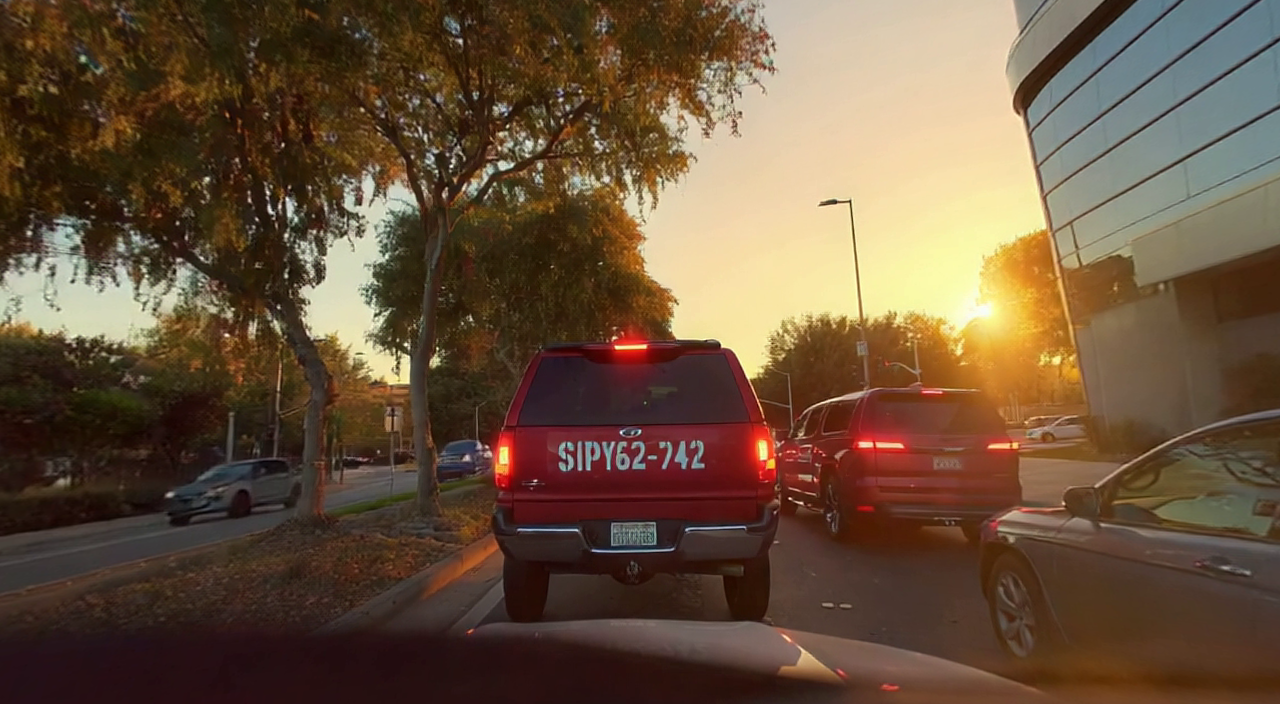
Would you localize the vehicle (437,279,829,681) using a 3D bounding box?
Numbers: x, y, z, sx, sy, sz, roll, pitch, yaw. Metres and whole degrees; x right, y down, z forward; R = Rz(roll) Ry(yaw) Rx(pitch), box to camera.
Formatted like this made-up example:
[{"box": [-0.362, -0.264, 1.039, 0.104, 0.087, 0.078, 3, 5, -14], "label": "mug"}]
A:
[{"box": [0.010, 1.036, 5.978, 2.267, 2.372, 4.366, 0, -8, 2], "label": "vehicle"}]

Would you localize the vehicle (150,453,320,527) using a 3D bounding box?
[{"box": [-12.150, 4.116, 19.449, 1.965, 1.897, 4.821, 0, -8, 1], "label": "vehicle"}]

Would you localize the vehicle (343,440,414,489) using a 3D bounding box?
[{"box": [-15.653, 6.731, 38.123, 1.924, 2.730, 5.024, 0, -8, 2], "label": "vehicle"}]

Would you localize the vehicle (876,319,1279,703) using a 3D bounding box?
[{"box": [3.082, 0.984, 3.467, 2.022, 1.700, 4.410, 0, -8, 3], "label": "vehicle"}]
